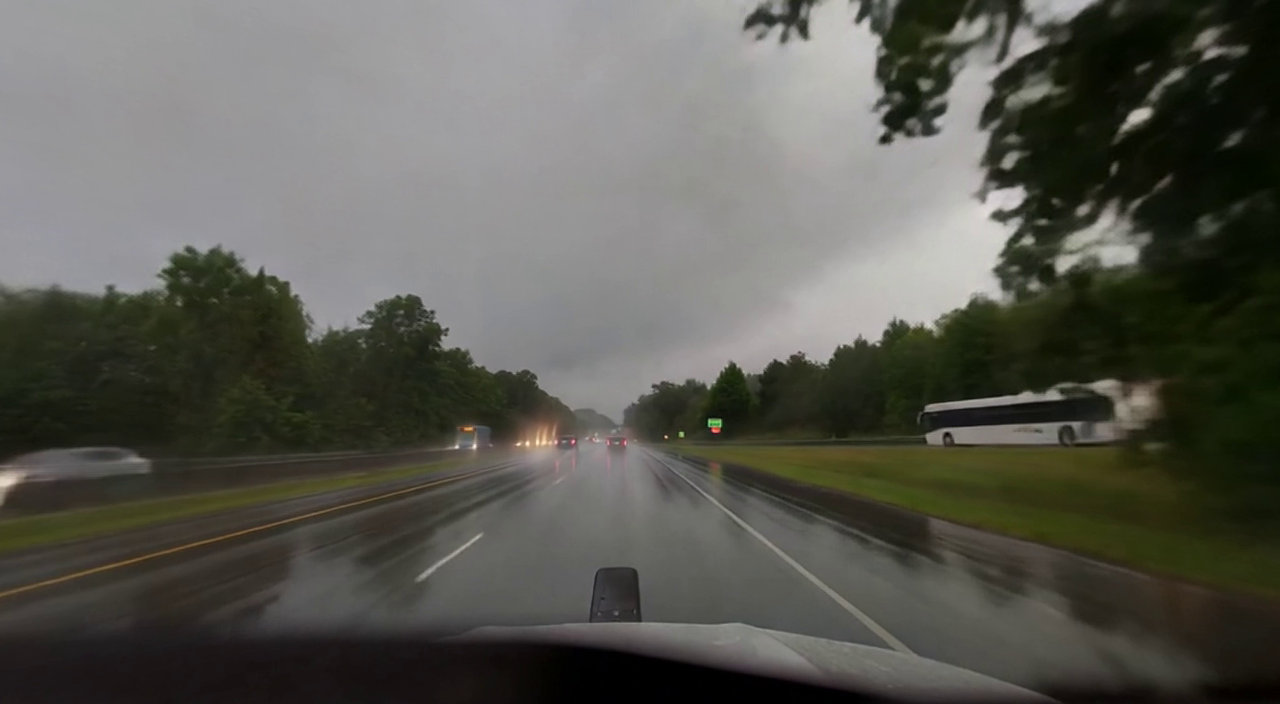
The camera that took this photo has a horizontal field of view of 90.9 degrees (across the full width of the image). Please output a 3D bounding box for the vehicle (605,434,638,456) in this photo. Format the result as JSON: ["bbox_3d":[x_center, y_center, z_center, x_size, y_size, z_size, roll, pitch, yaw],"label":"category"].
[{"bbox_3d":[-1.242,6.461,43.849,2.162,1.460,4.242,0,-8,-1],"label":"vehicle"}]

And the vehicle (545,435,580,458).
[{"bbox_3d":[-5.065,6.208,41.668,1.907,1.445,4.049,0,-8,-2],"label":"vehicle"}]
